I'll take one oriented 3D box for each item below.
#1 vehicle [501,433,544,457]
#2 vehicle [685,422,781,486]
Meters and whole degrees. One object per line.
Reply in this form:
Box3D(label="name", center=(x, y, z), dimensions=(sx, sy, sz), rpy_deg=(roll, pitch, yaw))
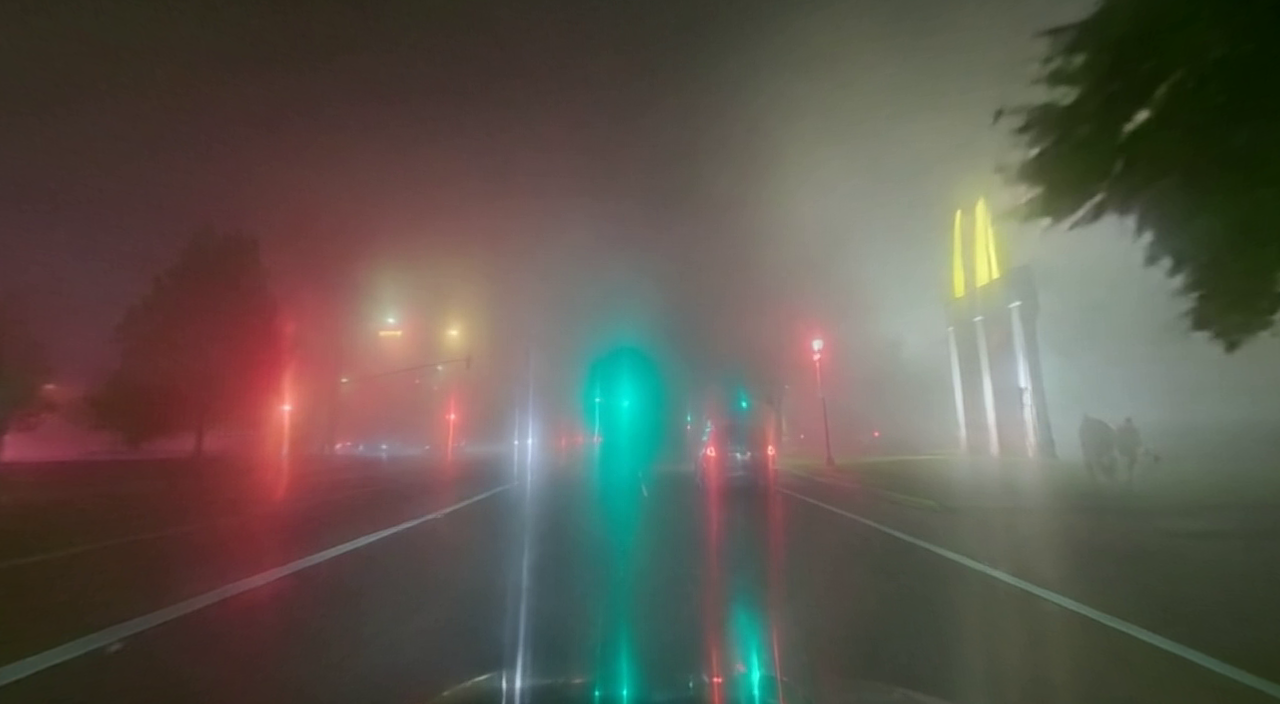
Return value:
Box3D(label="vehicle", center=(-7.665, 6.148, 41.692), dimensions=(1.924, 1.458, 4.448), rpy_deg=(0, -8, 1))
Box3D(label="vehicle", center=(2.633, 3.028, 18.976), dimensions=(2.230, 1.683, 4.204), rpy_deg=(0, -8, 0))
